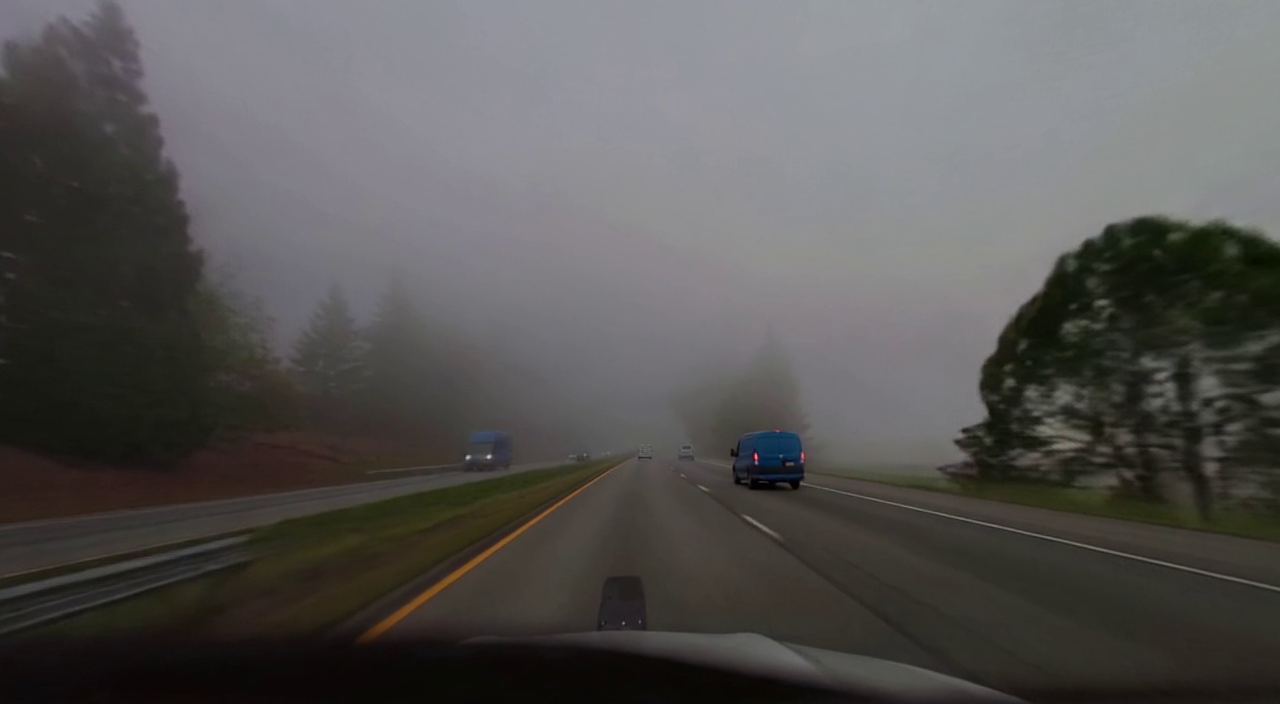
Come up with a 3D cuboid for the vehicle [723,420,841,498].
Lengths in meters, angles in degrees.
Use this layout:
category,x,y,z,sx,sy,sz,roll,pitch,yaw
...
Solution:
category,x,y,z,sx,sy,sz,roll,pitch,yaw
vehicle,4.125,3.234,19.306,2.371,2.045,4.768,0,-9,-1
